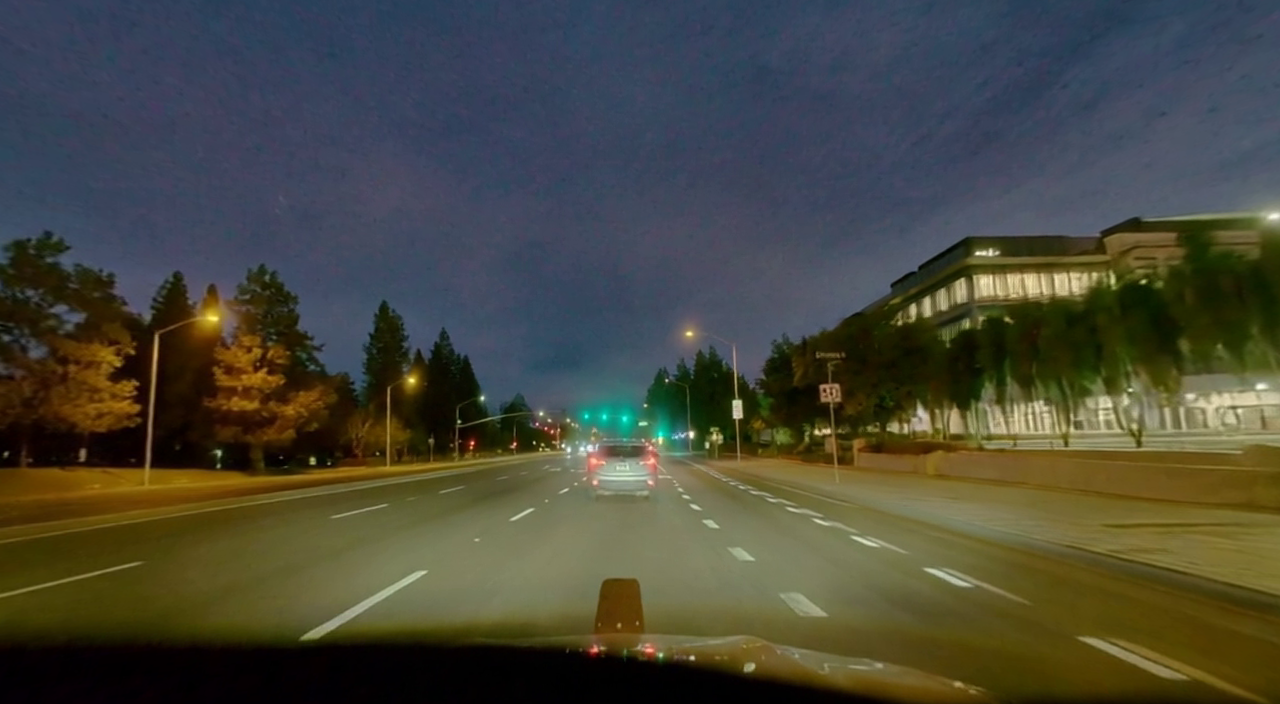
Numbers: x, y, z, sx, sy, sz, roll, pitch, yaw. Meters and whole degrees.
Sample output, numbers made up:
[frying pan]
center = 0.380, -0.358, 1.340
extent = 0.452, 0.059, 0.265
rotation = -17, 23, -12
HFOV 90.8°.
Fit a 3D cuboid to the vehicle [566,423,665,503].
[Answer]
[vehicle]
center = -0.528, 2.707, 15.705
extent = 2.130, 1.711, 4.038
rotation = 0, -9, 0
